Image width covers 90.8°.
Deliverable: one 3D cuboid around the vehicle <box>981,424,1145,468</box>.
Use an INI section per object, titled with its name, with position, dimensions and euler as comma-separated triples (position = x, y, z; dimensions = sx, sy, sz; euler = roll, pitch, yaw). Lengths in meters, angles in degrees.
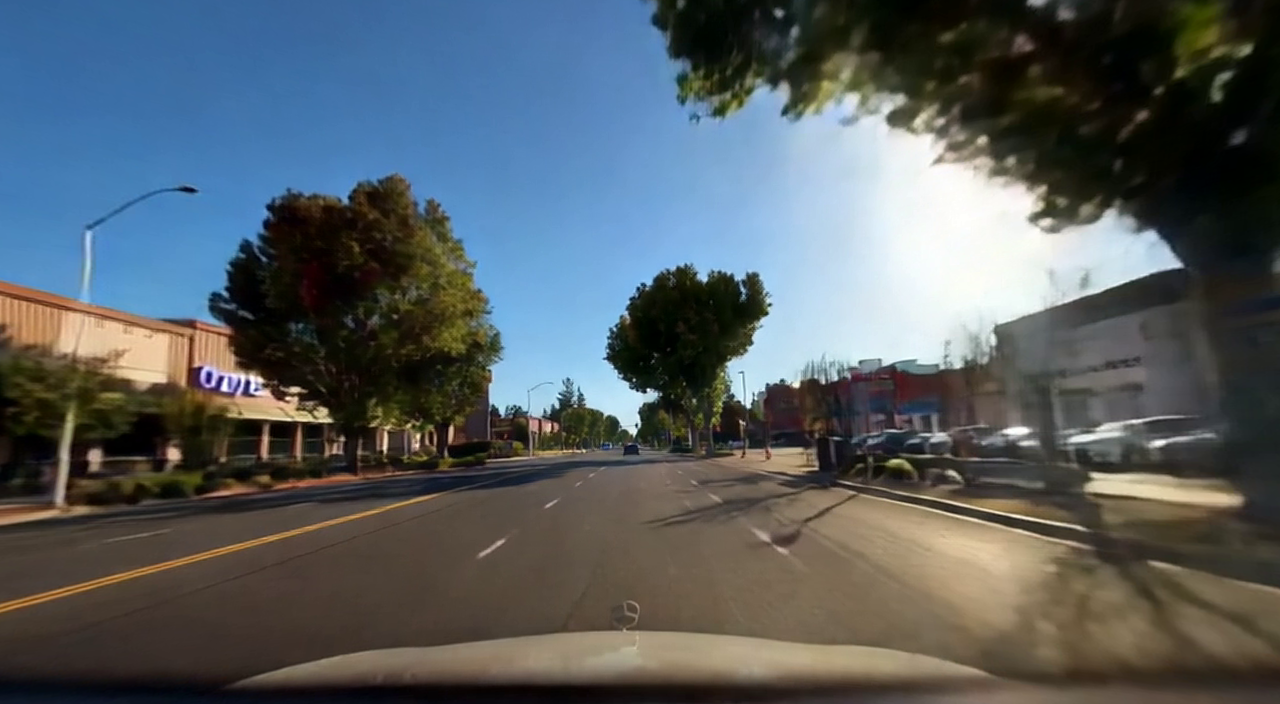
[vehicle]
position = 15.948, 3.562, 24.046
dimensions = 4.544, 1.541, 2.292
euler = -1, -8, 0
